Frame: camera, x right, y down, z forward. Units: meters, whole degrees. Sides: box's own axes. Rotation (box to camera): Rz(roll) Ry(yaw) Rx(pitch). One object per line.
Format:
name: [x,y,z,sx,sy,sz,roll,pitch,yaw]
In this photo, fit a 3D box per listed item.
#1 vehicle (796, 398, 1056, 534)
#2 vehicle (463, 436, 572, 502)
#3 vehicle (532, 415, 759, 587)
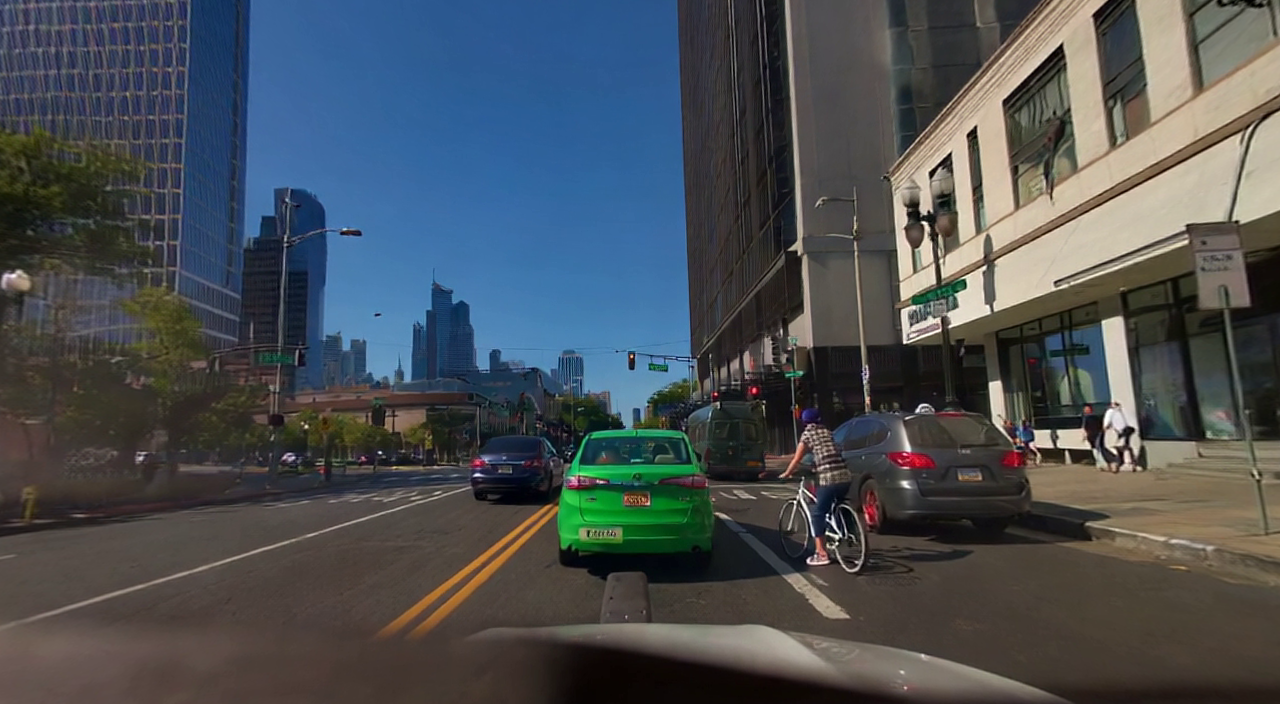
vehicle: [4.504,1.908,11.037,2.142,1.829,4.767,0,-9,-2]
vehicle: [-3.024,2.995,16.587,2.039,1.452,4.489,0,-8,-1]
vehicle: [0.033,1.674,7.875,2.091,1.557,4.000,0,-9,0]
